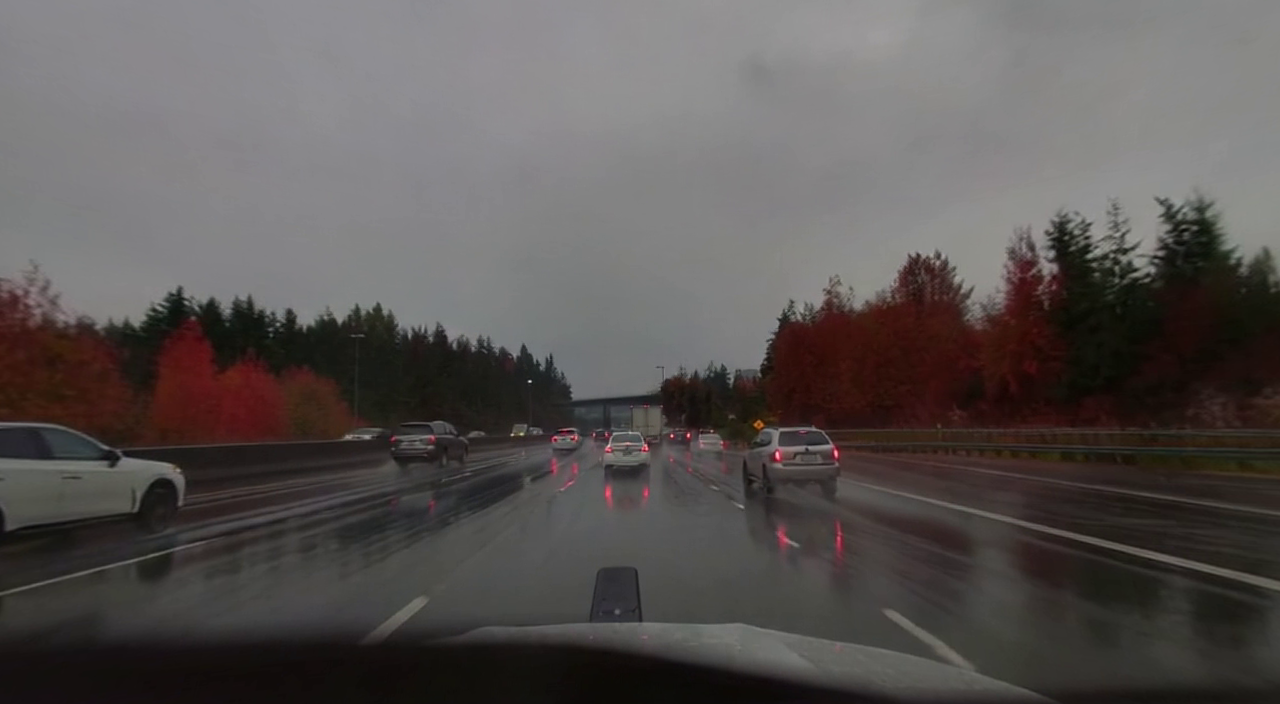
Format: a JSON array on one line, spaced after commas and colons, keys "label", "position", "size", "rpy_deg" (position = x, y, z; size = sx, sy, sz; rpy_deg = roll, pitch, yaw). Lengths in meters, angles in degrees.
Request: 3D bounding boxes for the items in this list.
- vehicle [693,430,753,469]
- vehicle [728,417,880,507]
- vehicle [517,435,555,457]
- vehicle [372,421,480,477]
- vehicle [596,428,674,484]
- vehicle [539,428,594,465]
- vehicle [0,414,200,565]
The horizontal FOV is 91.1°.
[{"label": "vehicle", "position": [3.487, 4.196, 27.358], "size": [1.972, 1.516, 4.514], "rpy_deg": [0, -8, 0]}, {"label": "vehicle", "position": [3.348, 2.326, 13.831], "size": [2.095, 1.650, 4.331], "rpy_deg": [0, -8, -1]}, {"label": "vehicle", "position": [-7.042, 6.382, 42.966], "size": [1.896, 1.429, 4.348], "rpy_deg": [0, -8, 0]}, {"label": "vehicle", "position": [-7.473, 3.424, 22.542], "size": [2.117, 1.779, 4.745], "rpy_deg": [0, -8, 1]}, {"label": "vehicle", "position": [-0.143, 3.119, 19.272], "size": [2.111, 1.494, 4.364], "rpy_deg": [0, -8, 0]}, {"label": "vehicle", "position": [-3.537, 4.626, 30.992], "size": [2.064, 1.672, 4.277], "rpy_deg": [0, -8, 1]}, {"label": "vehicle", "position": [-7.470, 1.511, 7.212], "size": [1.934, 1.526, 3.966], "rpy_deg": [0, -8, 0]}]
